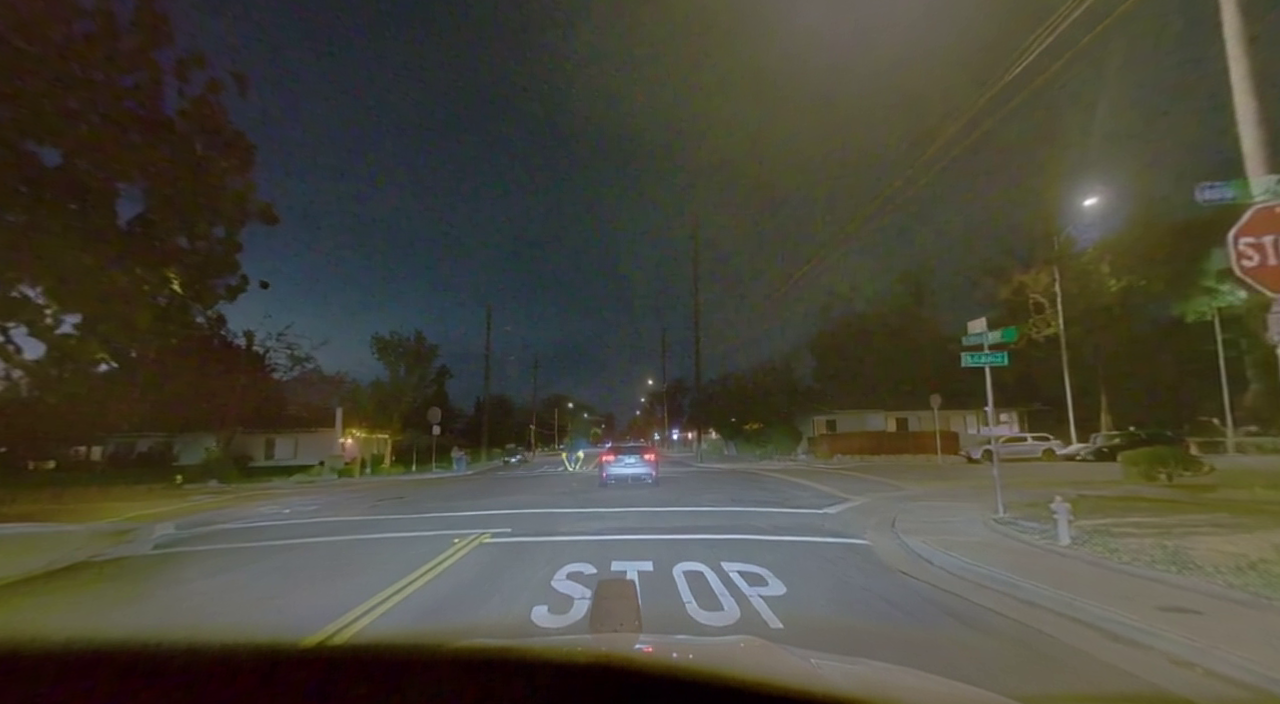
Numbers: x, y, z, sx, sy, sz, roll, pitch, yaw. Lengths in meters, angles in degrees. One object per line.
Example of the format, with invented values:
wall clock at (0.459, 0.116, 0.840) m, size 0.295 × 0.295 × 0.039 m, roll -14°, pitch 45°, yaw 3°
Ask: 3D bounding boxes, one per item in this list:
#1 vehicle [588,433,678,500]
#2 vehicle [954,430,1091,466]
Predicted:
vehicle at (-0.262, 2.921, 16.475) m, size 2.043 × 1.484 × 4.340 m, roll 1°, pitch -9°, yaw -3°
vehicle at (16.673, 4.205, 27.596) m, size 4.748 × 1.488 × 2.029 m, roll 1°, pitch -9°, yaw -3°
